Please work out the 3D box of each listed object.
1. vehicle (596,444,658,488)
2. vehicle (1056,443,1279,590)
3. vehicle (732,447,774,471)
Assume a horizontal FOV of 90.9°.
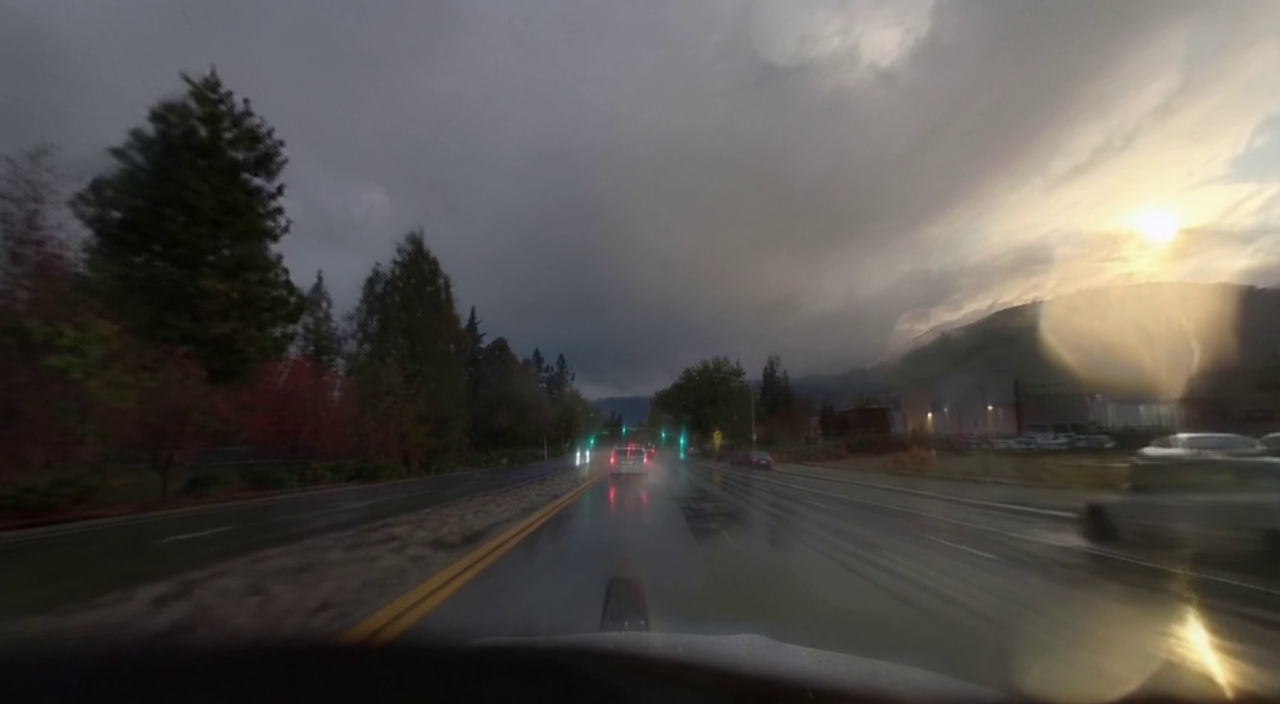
[{"bbox_3d":[-0.418,4.194,23.576,2.099,1.470,4.302,0,-8,0],"label":"vehicle"},{"bbox_3d":[7.506,1.796,7.262,2.131,1.474,4.752,0,-8,-1],"label":"vehicle"},{"bbox_3d":[7.705,7.350,43.433,2.164,1.511,4.571,0,-8,1],"label":"vehicle"}]
